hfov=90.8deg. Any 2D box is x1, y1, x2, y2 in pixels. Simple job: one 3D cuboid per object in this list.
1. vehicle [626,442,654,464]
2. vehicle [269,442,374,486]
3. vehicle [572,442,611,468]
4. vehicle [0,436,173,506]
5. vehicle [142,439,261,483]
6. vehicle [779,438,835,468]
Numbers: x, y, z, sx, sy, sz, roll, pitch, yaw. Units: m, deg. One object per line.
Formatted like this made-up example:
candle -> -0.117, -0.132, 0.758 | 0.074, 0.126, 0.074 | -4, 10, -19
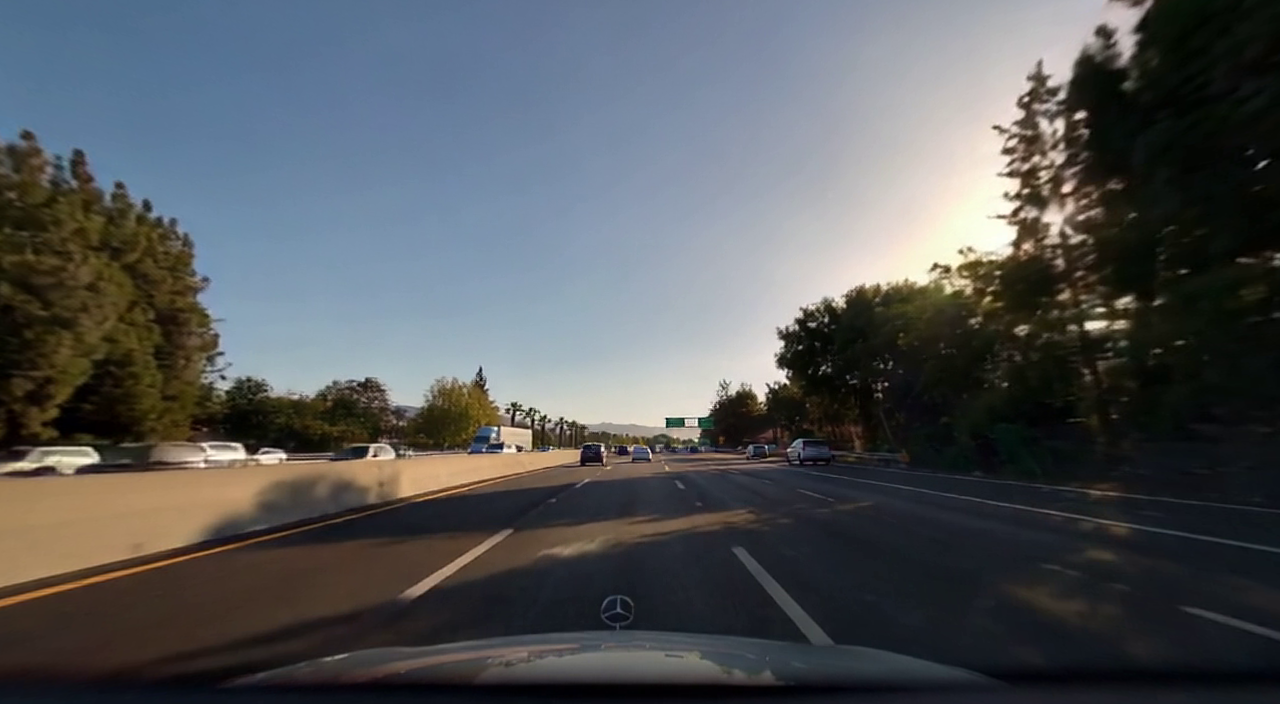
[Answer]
vehicle -> 0.009, 7.417, 46.435 | 1.977, 1.513, 3.546 | -1, -8, 1
vehicle -> -12.804, 4.504, 25.794 | 2.000, 1.600, 4.430 | -1, -8, 0
vehicle -> -3.150, 6.789, 41.806 | 2.154, 1.530, 4.519 | -1, -8, 1
vehicle -> -15.996, 3.272, 17.831 | 2.053, 1.706, 4.602 | -1, -8, 0
vehicle -> -19.330, 4.793, 28.141 | 1.981, 1.760, 4.557 | -1, -8, 0
vehicle -> 10.142, 6.143, 38.685 | 2.130, 1.703, 4.572 | -1, -8, 0
